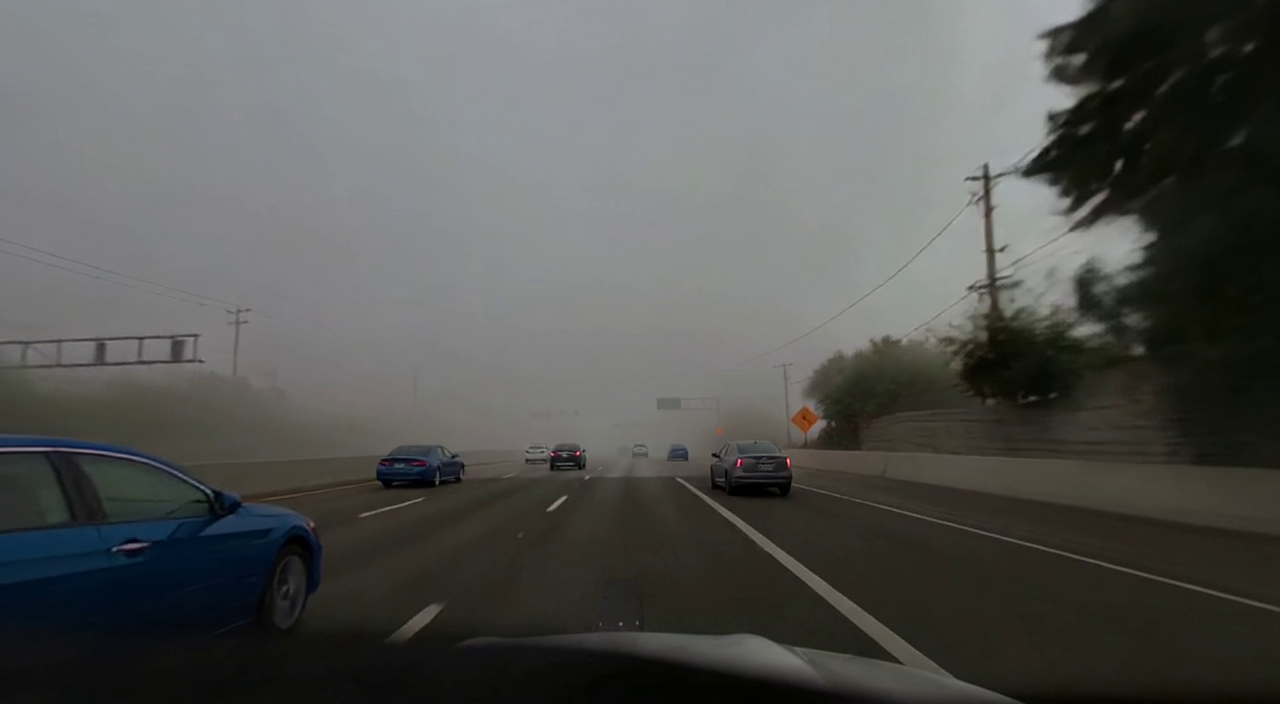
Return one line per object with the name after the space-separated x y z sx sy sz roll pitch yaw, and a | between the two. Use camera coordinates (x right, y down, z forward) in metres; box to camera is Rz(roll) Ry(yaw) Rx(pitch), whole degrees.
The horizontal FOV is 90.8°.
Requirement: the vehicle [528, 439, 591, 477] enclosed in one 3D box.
-3.378 4.533 27.336 2.066 1.488 4.377 0 -8 1 | vehicle

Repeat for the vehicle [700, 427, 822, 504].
2.849 2.799 16.001 2.100 1.659 4.387 0 -8 -1 | vehicle

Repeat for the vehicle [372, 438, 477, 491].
-6.684 3.519 20.113 1.903 1.482 4.180 0 -8 0 | vehicle

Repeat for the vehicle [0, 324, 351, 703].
-3.253 0.836 2.613 2.104 1.707 4.338 0 -8 -1 | vehicle
